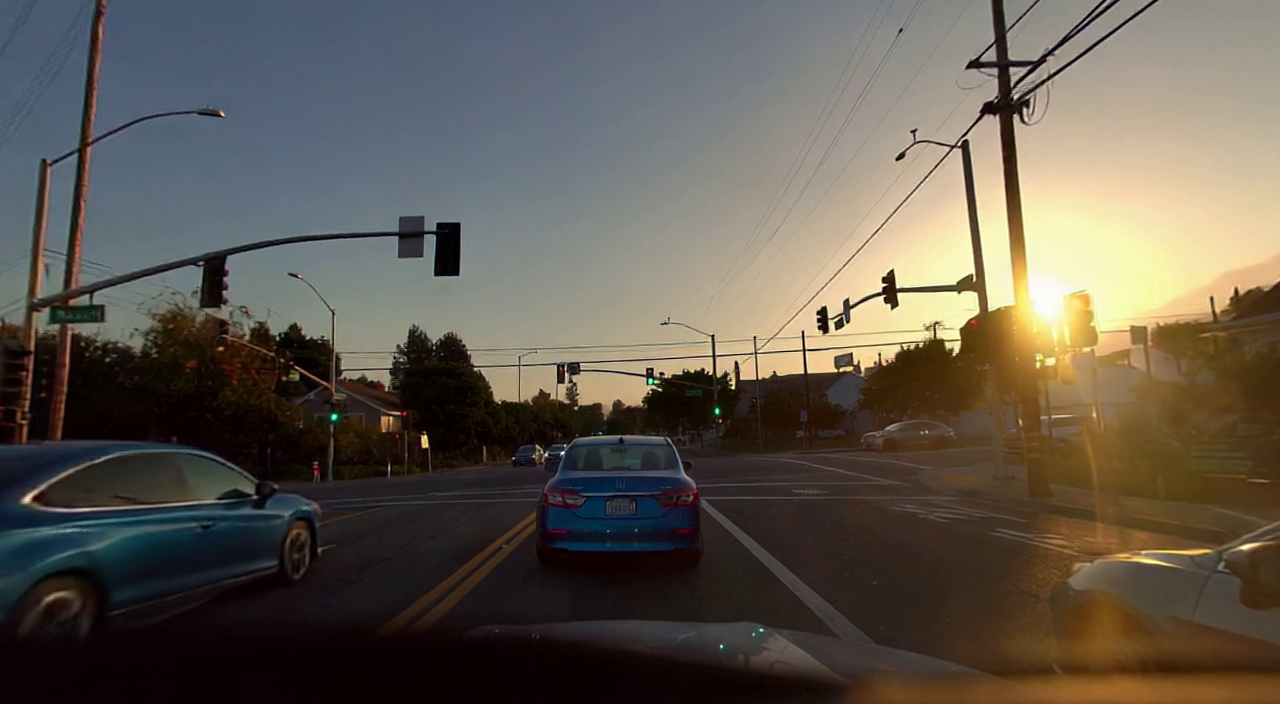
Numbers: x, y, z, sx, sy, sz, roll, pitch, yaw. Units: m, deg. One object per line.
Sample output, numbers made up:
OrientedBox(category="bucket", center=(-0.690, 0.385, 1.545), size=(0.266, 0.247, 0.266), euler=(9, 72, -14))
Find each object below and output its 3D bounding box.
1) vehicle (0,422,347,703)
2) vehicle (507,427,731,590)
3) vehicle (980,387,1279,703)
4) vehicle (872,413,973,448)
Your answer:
OrientedBox(category="vehicle", center=(-4.383, 1.352, 4.877), size=(2.106, 1.492, 4.312), euler=(0, -8, 1))
OrientedBox(category="vehicle", center=(-0.225, 1.753, 7.986), size=(2.061, 1.485, 4.196), euler=(0, -8, -1))
OrientedBox(category="vehicle", center=(2.924, 0.839, 1.785), size=(1.860, 1.494, 3.707), euler=(0, -8, 1))
OrientedBox(category="vehicle", center=(15.114, 4.241, 33.995), size=(4.431, 1.555, 1.886), euler=(-4, -9, 2))
